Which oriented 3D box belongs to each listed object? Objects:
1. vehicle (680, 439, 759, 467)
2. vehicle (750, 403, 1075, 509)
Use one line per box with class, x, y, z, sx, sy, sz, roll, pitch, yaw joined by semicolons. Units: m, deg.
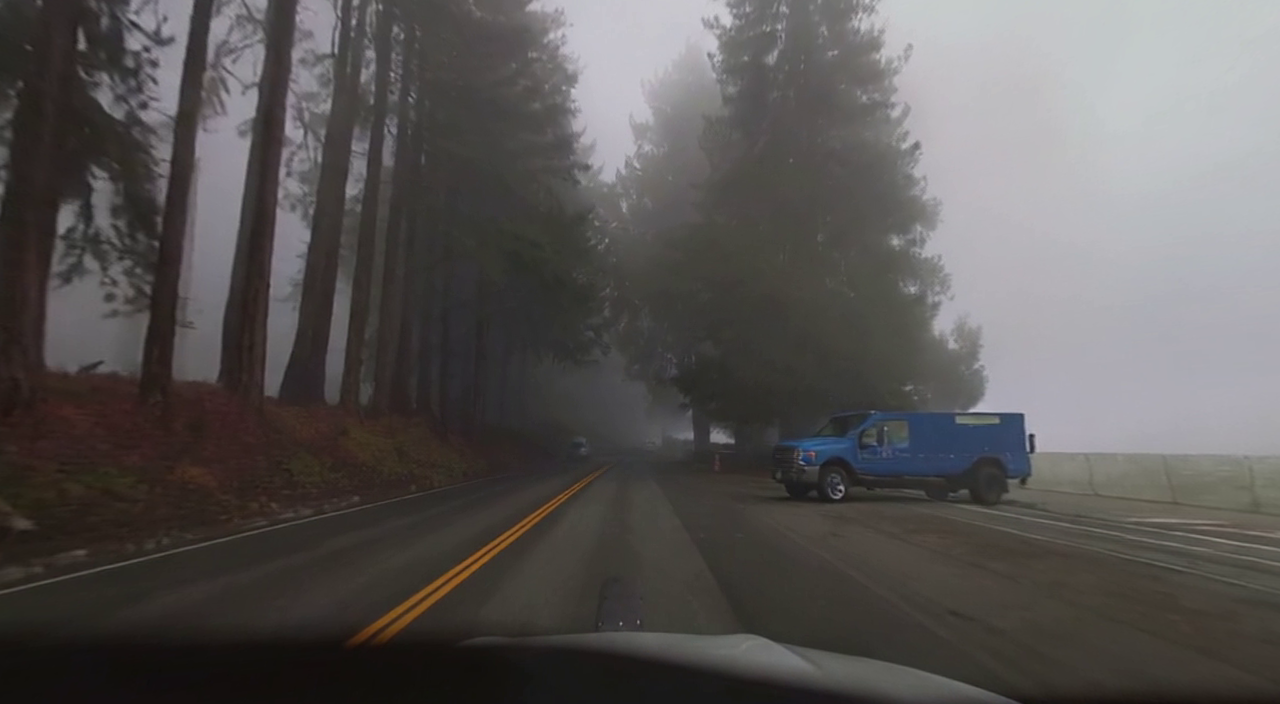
vehicle;5.124;6.571;41.162;4.791;1.706;1.963;1;-8;-5
vehicle;6.316;2.495;15.460;6.645;2.298;2.763;0;-8;-3
